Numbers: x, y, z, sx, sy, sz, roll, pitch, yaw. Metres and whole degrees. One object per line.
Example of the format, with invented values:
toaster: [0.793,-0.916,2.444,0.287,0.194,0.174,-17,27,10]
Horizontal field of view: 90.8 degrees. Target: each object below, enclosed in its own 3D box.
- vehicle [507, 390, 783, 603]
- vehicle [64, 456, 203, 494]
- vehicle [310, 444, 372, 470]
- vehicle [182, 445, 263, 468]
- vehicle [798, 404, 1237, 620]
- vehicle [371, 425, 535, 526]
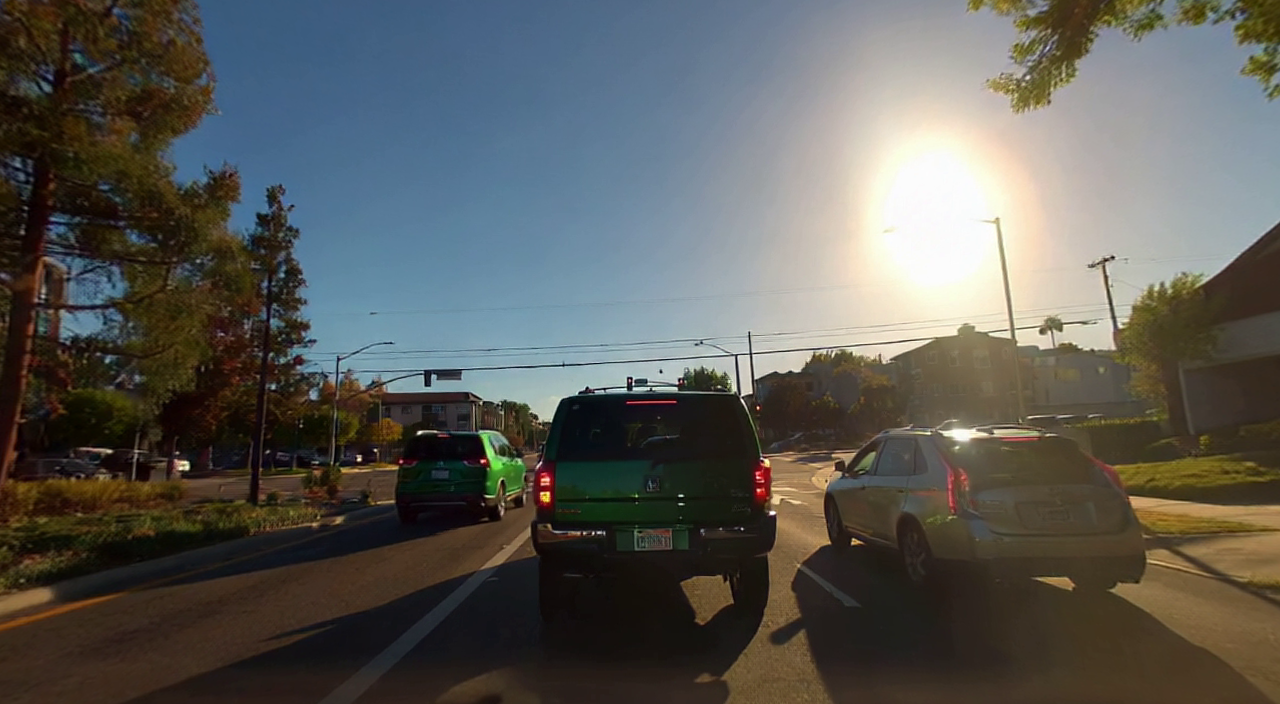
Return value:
vehicle: [0.017,1.492,7.281,2.294,1.761,3.857,0,-9,-1]
vehicle: [-22.358,5.423,28.193,2.312,1.443,4.684,0,-9,1]
vehicle: [-22.131,7.783,47.055,1.993,1.844,5.316,0,-8,0]
vehicle: [-29.985,7.506,45.465,4.403,1.532,1.914,0,-8,-3]
vehicle: [3.467,1.557,7.098,2.202,1.657,4.298,0,-9,-1]
vehicle: [-3.405,2.325,12.436,1.961,1.639,4.064,0,-9,0]
